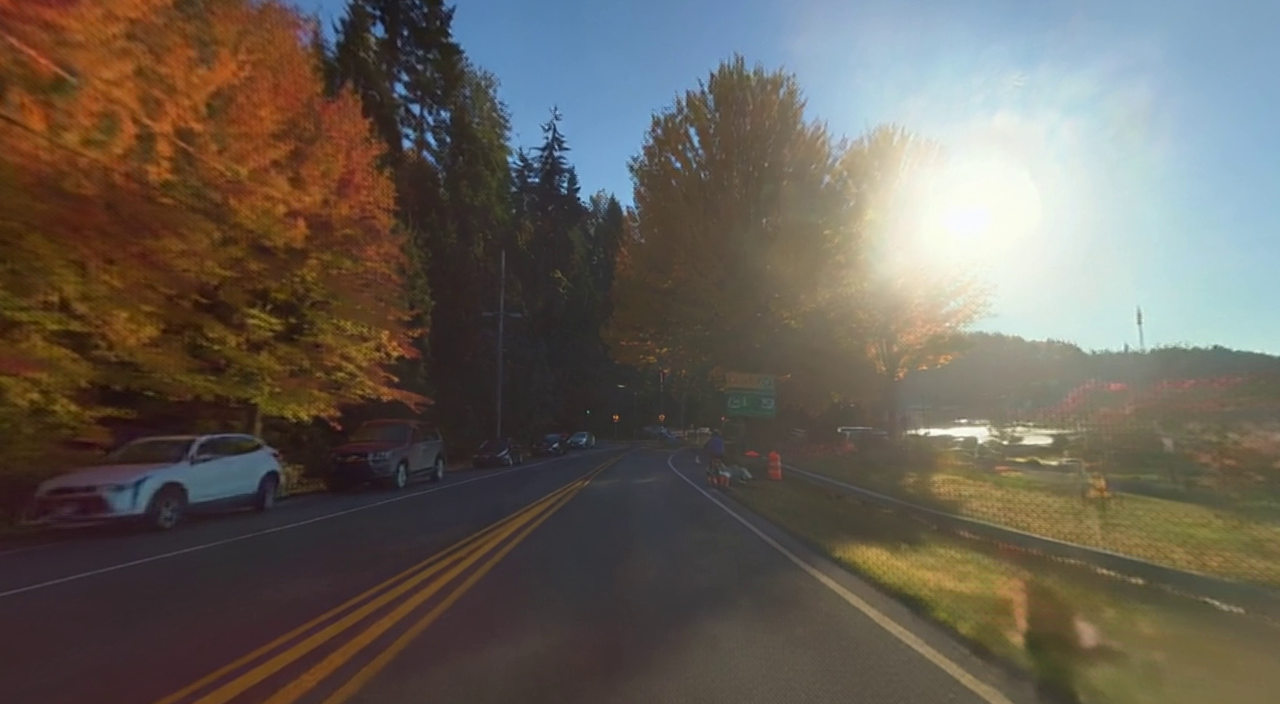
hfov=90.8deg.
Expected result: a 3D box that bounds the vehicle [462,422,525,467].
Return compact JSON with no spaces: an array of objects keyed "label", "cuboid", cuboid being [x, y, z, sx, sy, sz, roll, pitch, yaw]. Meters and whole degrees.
[{"label":"vehicle","cuboid":[-7.301,4.698,31.982,1.955,1.908,4.680,-5,-9,0]}]

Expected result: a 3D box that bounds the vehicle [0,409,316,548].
[{"label":"vehicle","cuboid":[-7.709,1.978,10.649,1.991,1.759,4.443,-3,-8,3]}]

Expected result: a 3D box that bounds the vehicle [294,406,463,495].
[{"label":"vehicle","cuboid":[-7.265,2.864,18.471,2.312,2.075,5.748,-3,-9,2]}]
